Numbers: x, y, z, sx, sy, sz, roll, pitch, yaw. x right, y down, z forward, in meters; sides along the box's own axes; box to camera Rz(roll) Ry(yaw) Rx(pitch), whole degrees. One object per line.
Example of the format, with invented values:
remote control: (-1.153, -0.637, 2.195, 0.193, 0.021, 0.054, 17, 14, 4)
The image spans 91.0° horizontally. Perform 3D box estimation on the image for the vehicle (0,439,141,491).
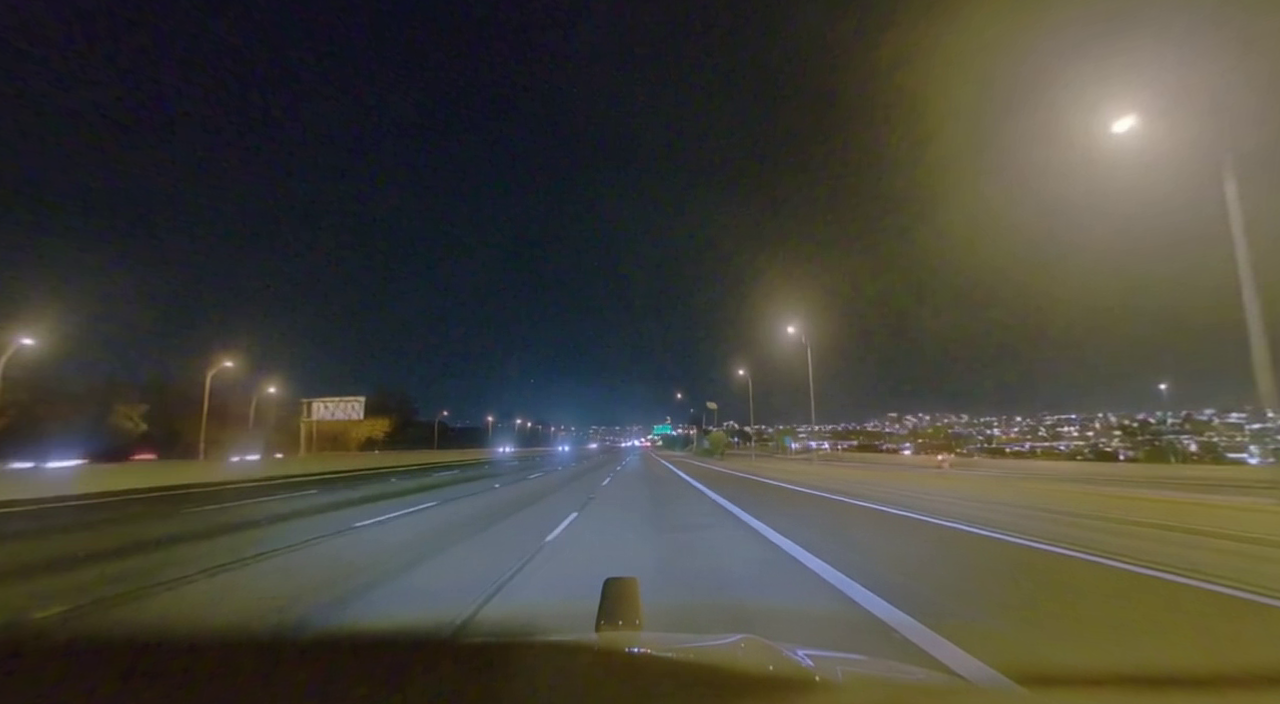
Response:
vehicle: (-19.036, 3.669, 20.706, 1.784, 1.512, 4.079, 0, -9, 1)
